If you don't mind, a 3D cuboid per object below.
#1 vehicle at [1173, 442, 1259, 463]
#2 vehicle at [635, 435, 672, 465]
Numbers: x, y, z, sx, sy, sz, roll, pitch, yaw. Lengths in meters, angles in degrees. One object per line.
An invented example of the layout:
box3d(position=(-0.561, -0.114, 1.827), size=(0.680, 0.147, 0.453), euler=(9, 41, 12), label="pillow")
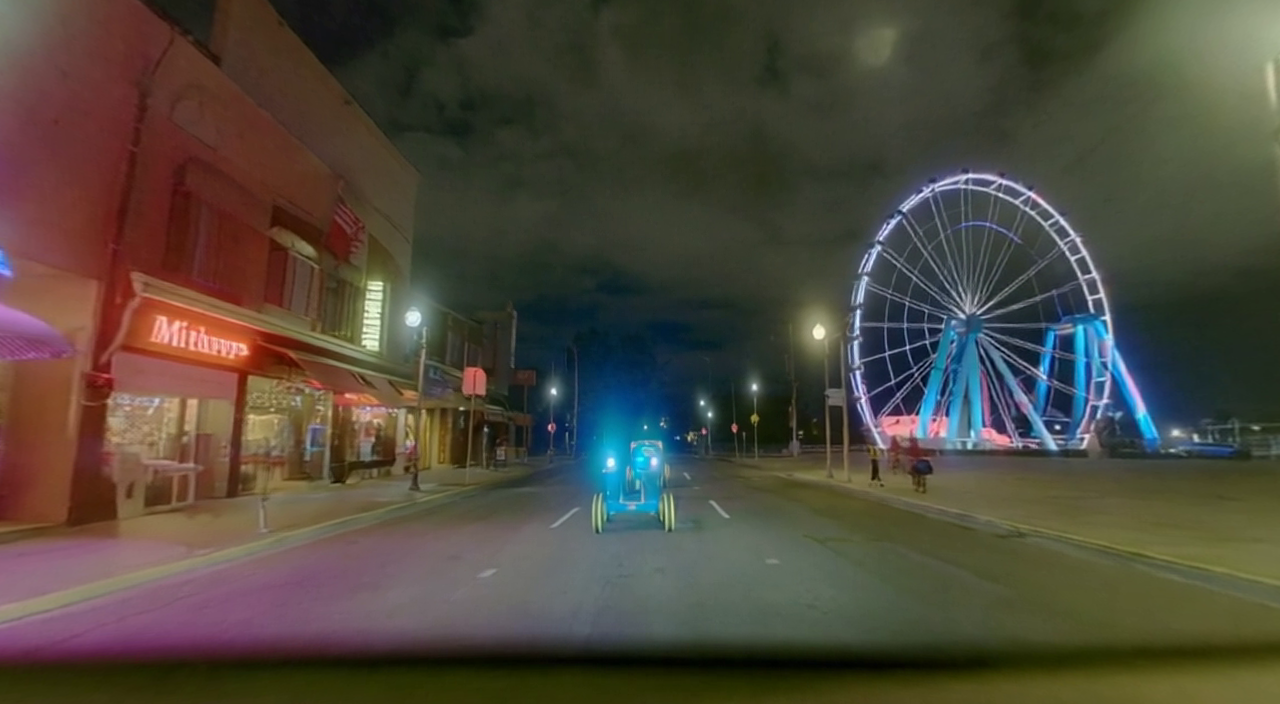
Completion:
box3d(position=(41.706, 7.312, 45.696), size=(4.120, 1.445, 1.893), euler=(-2, -9, 10), label="vehicle")
box3d(position=(0.881, 6.202, 40.000), size=(2.221, 1.773, 4.228), euler=(-1, -9, 1), label="vehicle")
